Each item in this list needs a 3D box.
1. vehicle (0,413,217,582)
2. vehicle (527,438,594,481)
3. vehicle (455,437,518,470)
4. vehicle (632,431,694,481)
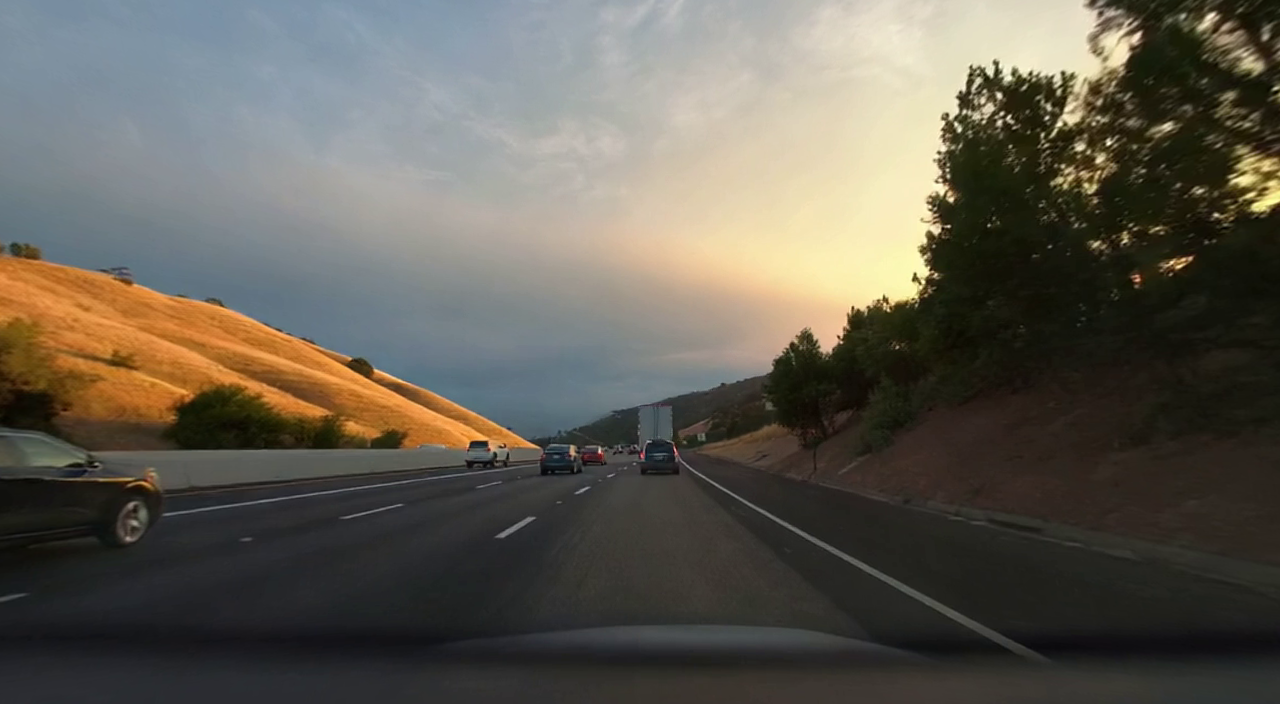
[{"bbox_3d":[-7.352,1.527,6.858,2.101,1.648,4.728,0,-9,1],"label":"vehicle"},{"bbox_3d":[-3.302,4.576,27.147,2.155,1.661,4.477,0,-9,2],"label":"vehicle"},{"bbox_3d":[-10.153,6.766,42.296,2.421,2.025,6.236,0,-9,3],"label":"vehicle"},{"bbox_3d":[0.873,4.166,25.416,2.281,1.795,4.297,0,-9,1],"label":"vehicle"}]
